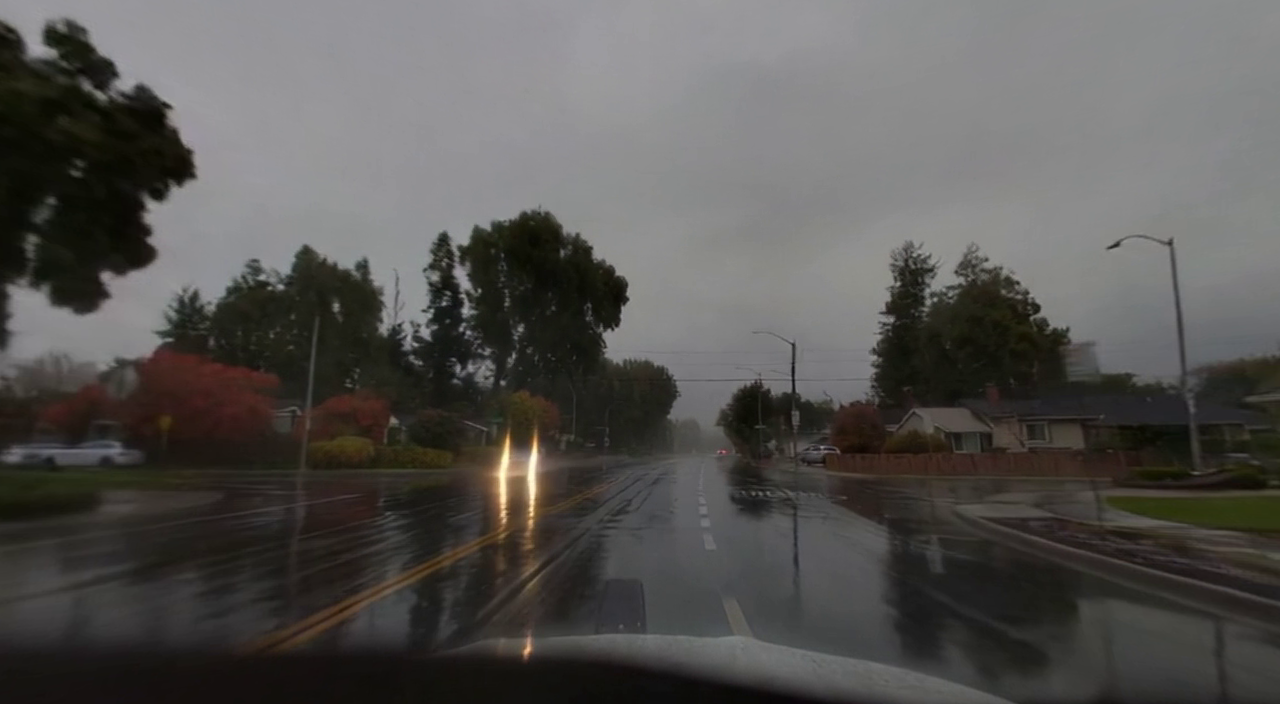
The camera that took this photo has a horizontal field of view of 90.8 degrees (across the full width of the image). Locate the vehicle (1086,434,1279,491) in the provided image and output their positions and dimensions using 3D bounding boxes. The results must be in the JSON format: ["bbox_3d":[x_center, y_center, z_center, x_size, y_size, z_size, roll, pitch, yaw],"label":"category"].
[{"bbox_3d":[20.403,4.122,23.621,5.484,1.842,2.188,-3,-10,6],"label":"vehicle"}]

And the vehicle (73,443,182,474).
[{"bbox_3d":[-30.031,6.259,37.096,4.793,1.745,2.012,-1,-9,5],"label":"vehicle"}]

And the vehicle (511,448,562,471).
[{"bbox_3d":[-7.536,7.877,46.432,2.064,1.596,4.716,-2,-9,12],"label":"vehicle"}]
